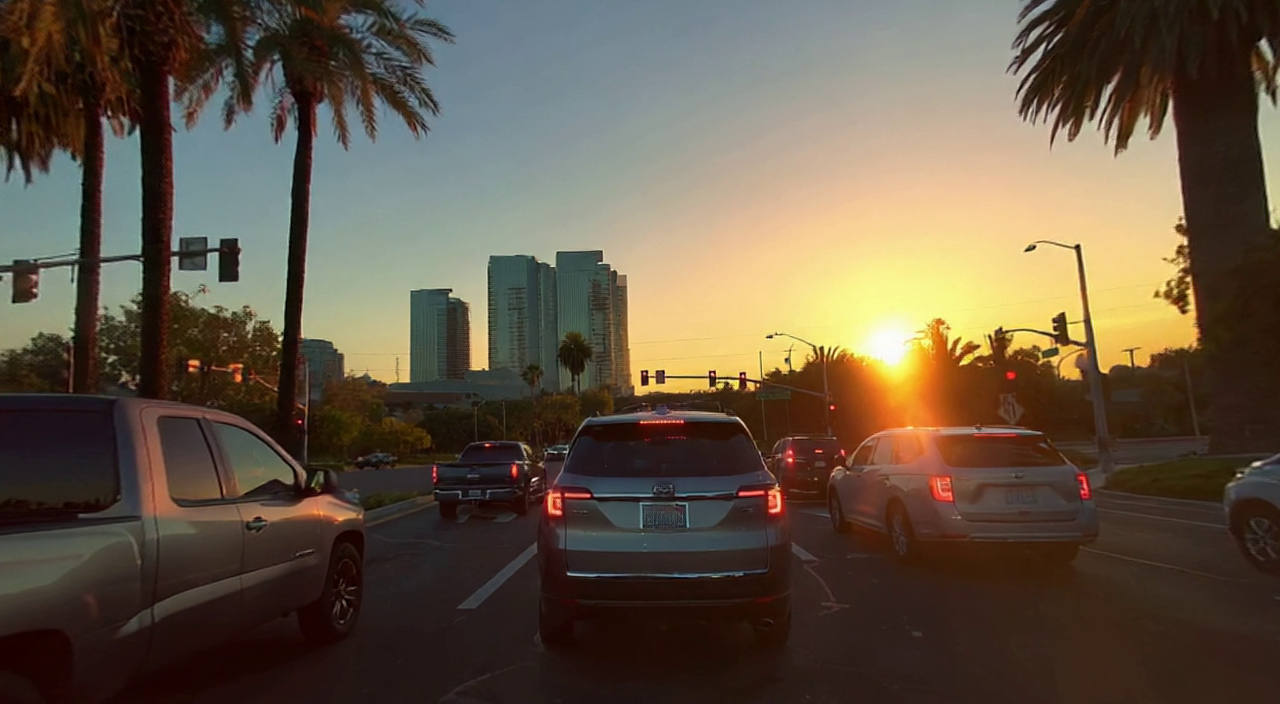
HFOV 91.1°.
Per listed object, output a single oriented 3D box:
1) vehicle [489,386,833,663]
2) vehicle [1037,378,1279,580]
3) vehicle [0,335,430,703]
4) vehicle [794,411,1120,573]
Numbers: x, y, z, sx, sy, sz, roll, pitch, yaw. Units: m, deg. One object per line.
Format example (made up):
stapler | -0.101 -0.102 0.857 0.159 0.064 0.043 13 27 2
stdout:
vehicle | 0.160 1.374 6.037 2.123 1.704 4.128 0 -8 1
vehicle | 7.327 1.336 6.805 2.337 1.925 5.728 0 -8 1
vehicle | -3.161 1.085 3.902 2.171 1.702 4.416 0 -9 0
vehicle | 4.001 1.866 9.294 2.072 1.704 5.170 0 -8 -1
